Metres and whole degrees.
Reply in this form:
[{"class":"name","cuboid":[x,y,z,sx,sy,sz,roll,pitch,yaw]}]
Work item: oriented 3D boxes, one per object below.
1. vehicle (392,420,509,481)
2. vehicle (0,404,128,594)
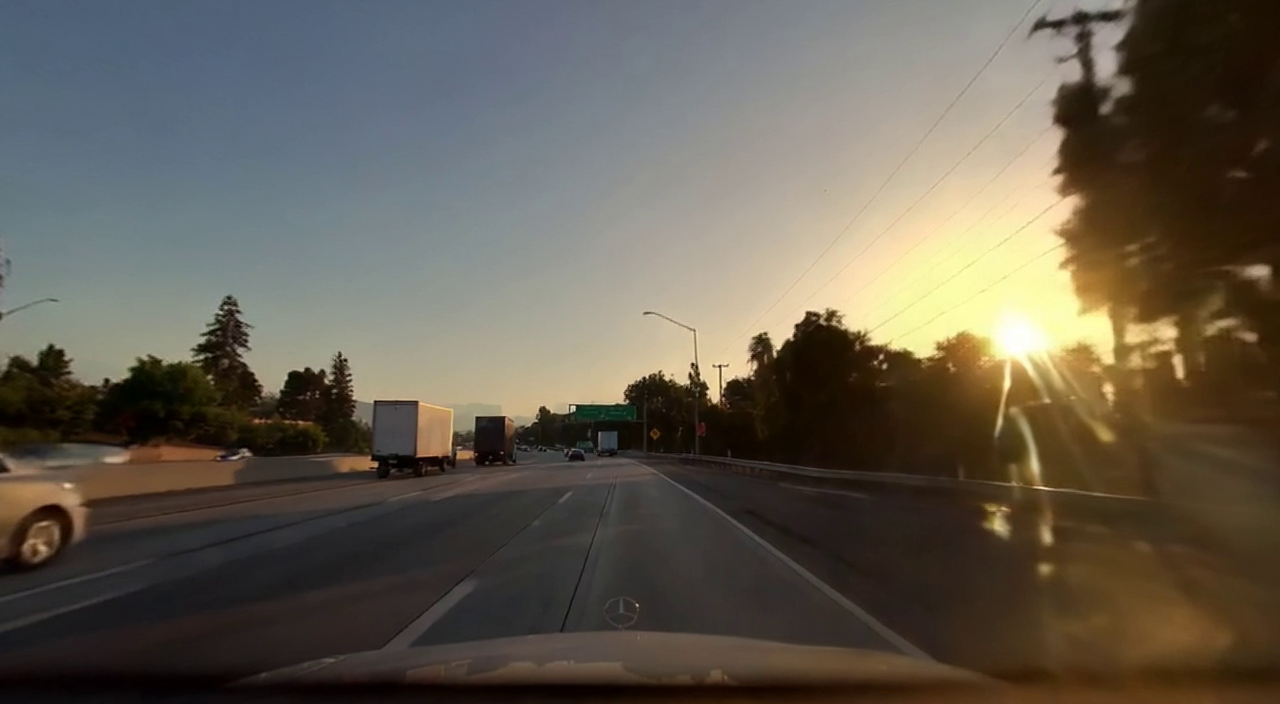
[{"class":"vehicle","cuboid":[-9.908,5.430,35.327,3.270,2.674,14.547,1,-8,-5]},{"class":"vehicle","cuboid":[-7.073,1.225,4.828,2.093,1.785,5.303,0,-8,-3]}]
